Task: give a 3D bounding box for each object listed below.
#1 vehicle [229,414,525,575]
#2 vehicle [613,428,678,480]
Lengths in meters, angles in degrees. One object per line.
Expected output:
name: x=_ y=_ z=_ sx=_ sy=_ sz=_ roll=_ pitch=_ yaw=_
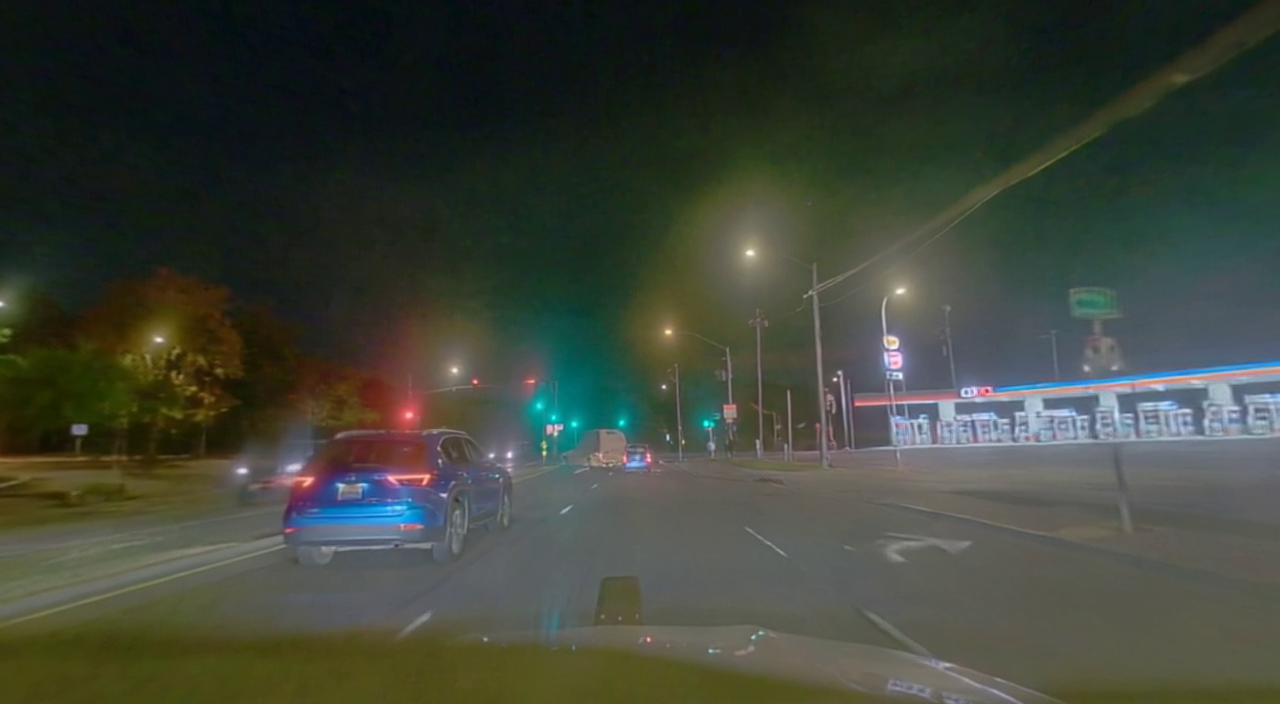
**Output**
vehicle: x=-3.352 y=1.934 z=9.438 sx=2.247 sy=1.734 sz=4.919 roll=-1 pitch=-8 yaw=1
vehicle: x=0.157 y=4.425 z=27.464 sx=2.552 sy=1.999 sz=5.498 roll=0 pitch=-8 yaw=-1
